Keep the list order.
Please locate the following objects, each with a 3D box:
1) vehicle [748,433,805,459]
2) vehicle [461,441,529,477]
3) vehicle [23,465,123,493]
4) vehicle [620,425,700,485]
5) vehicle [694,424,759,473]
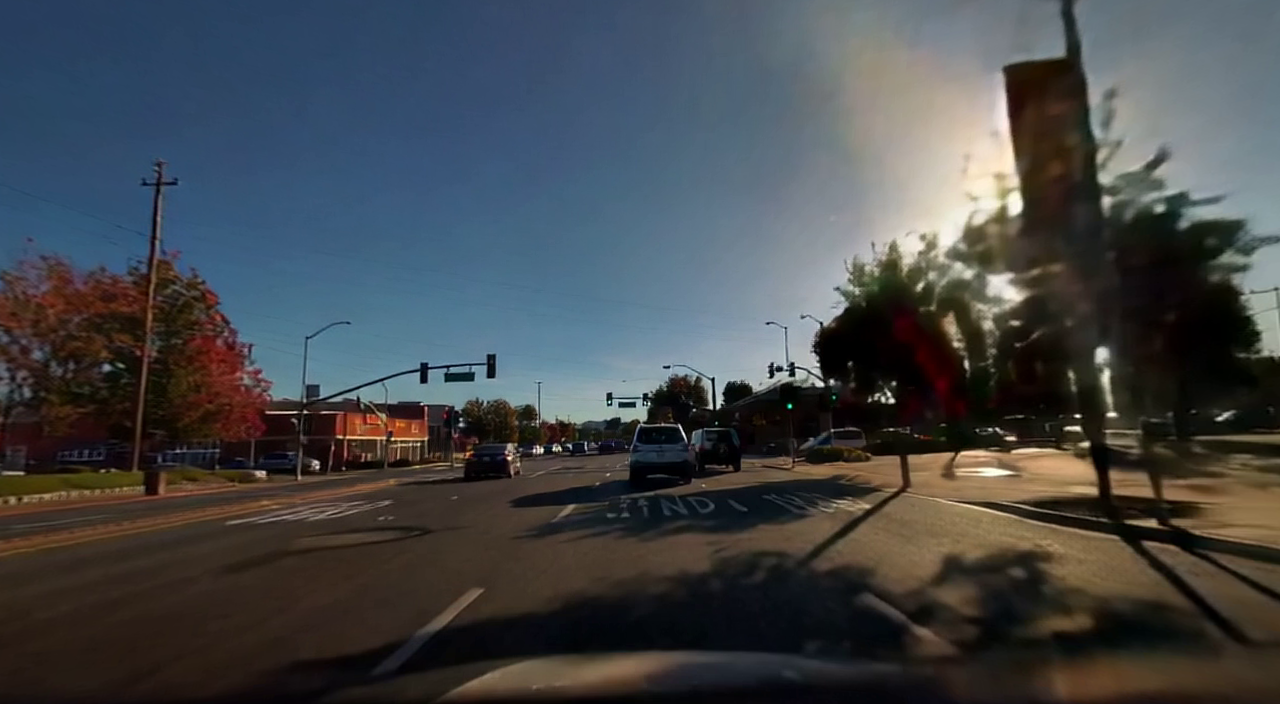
[{"bbox_3d":[9.981,6.812,45.921,2.228,1.760,4.386,-7,-11,40],"label":"vehicle"},{"bbox_3d":[-6.454,4.796,28.583,1.966,1.461,4.422,0,-8,1],"label":"vehicle"},{"bbox_3d":[-34.073,7.600,38.067,1.819,1.433,4.403,0,-8,2],"label":"vehicle"},{"bbox_3d":[0.621,3.600,22.327,2.513,1.854,5.235,0,-8,0],"label":"vehicle"},{"bbox_3d":[4.041,4.671,30.629,2.452,2.148,5.877,0,-8,1],"label":"vehicle"}]
